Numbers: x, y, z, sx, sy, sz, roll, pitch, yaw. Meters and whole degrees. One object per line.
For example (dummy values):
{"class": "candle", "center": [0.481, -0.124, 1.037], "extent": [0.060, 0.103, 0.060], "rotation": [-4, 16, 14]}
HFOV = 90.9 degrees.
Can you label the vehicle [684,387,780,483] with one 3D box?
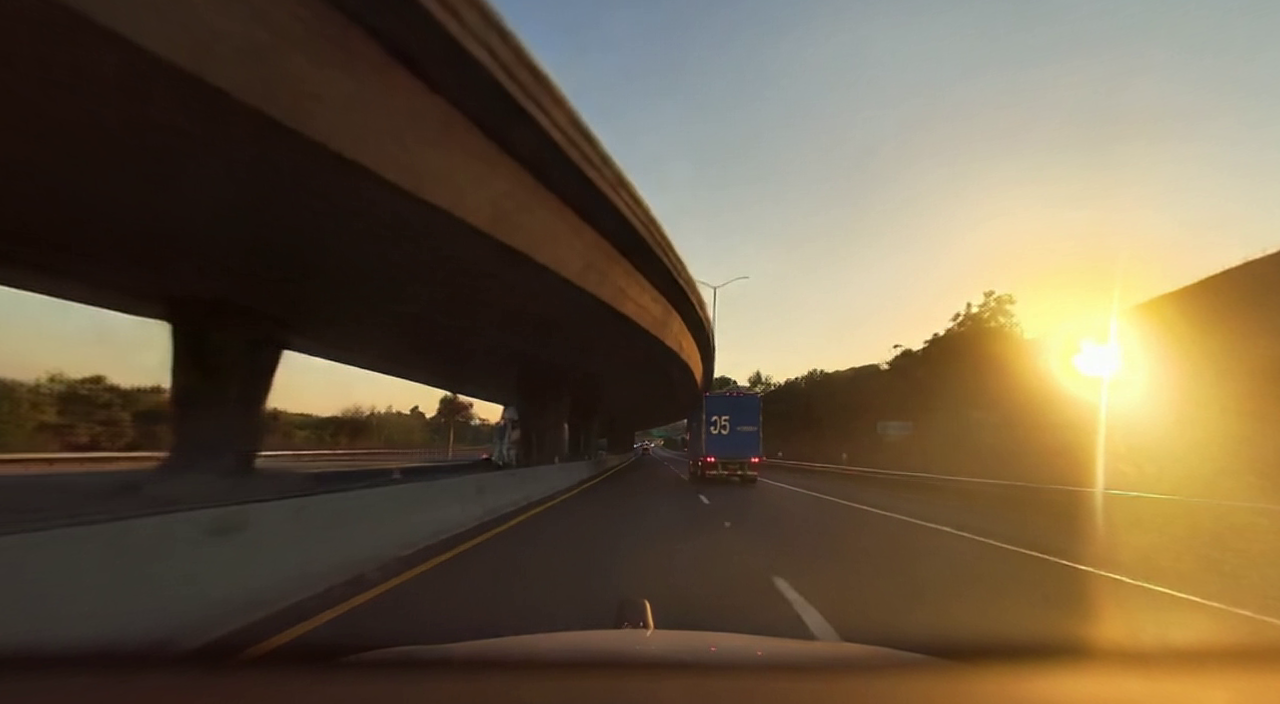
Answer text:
{"class": "vehicle", "center": [3.948, 4.013, 29.770], "extent": [3.107, 3.718, 10.231], "rotation": [0, -9, 1]}
